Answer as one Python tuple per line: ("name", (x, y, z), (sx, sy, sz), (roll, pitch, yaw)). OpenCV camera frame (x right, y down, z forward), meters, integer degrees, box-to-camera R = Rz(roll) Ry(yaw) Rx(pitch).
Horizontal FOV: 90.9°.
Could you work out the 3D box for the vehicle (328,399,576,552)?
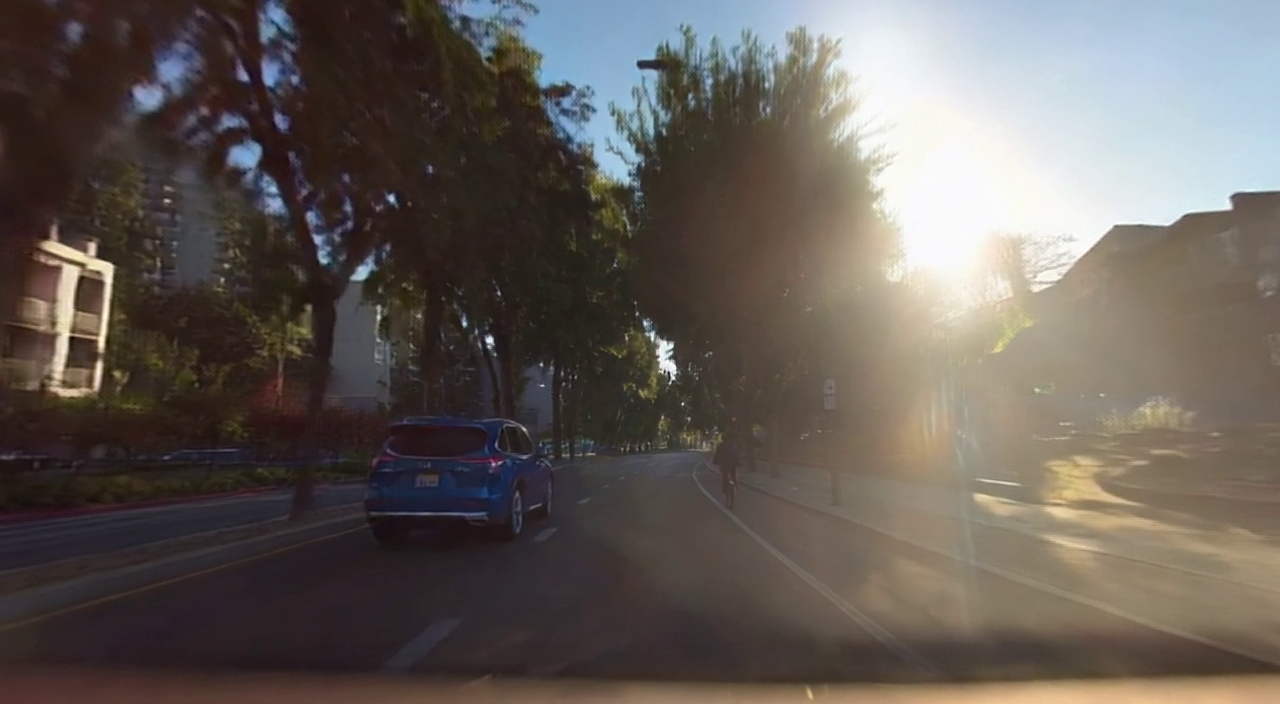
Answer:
("vehicle", (-2.588, 1.912, 10.388), (2.294, 1.859, 5.127), (-1, -9, 3))
